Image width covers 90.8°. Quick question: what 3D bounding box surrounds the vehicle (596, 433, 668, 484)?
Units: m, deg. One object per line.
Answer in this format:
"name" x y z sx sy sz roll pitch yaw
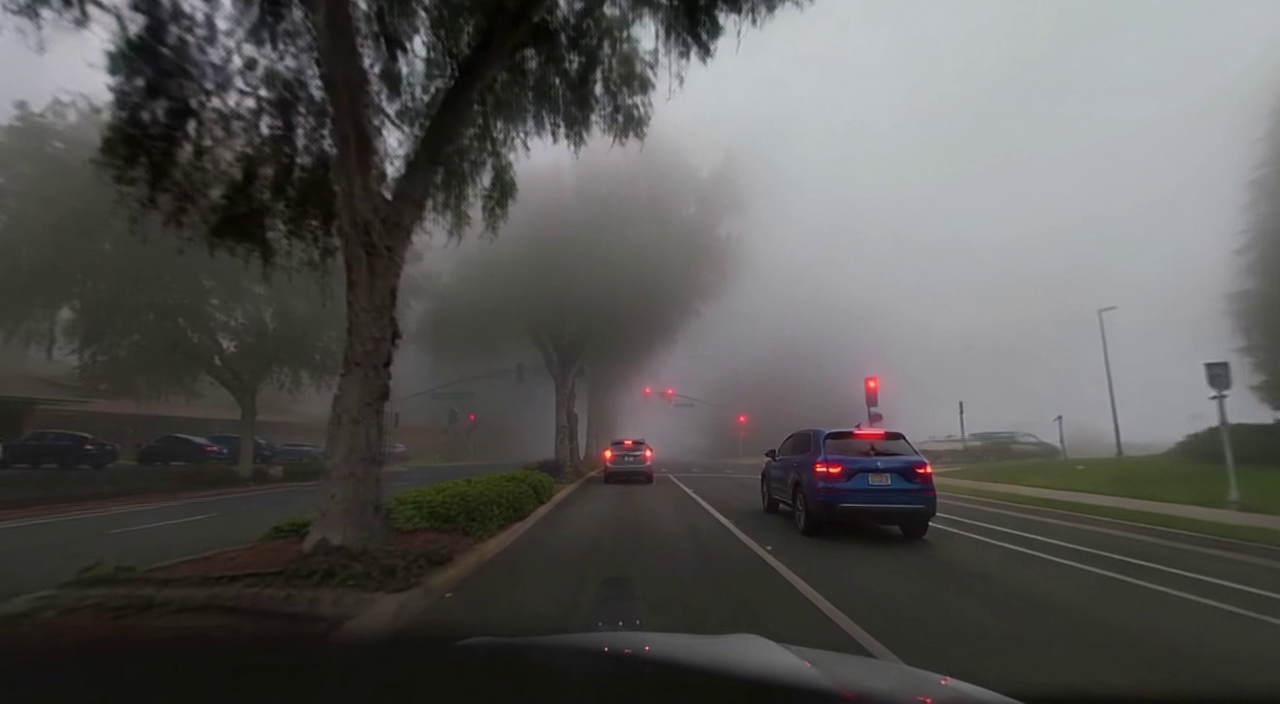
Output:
"vehicle" -0.261 3.565 21.385 2.177 1.512 4.682 0 -9 -1

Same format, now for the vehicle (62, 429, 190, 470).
"vehicle" -29.025 5.536 35.970 5.335 2.076 2.209 4 -10 -33

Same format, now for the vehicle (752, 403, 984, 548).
"vehicle" 3.191 1.848 10.009 2.046 1.768 4.370 0 -9 0
